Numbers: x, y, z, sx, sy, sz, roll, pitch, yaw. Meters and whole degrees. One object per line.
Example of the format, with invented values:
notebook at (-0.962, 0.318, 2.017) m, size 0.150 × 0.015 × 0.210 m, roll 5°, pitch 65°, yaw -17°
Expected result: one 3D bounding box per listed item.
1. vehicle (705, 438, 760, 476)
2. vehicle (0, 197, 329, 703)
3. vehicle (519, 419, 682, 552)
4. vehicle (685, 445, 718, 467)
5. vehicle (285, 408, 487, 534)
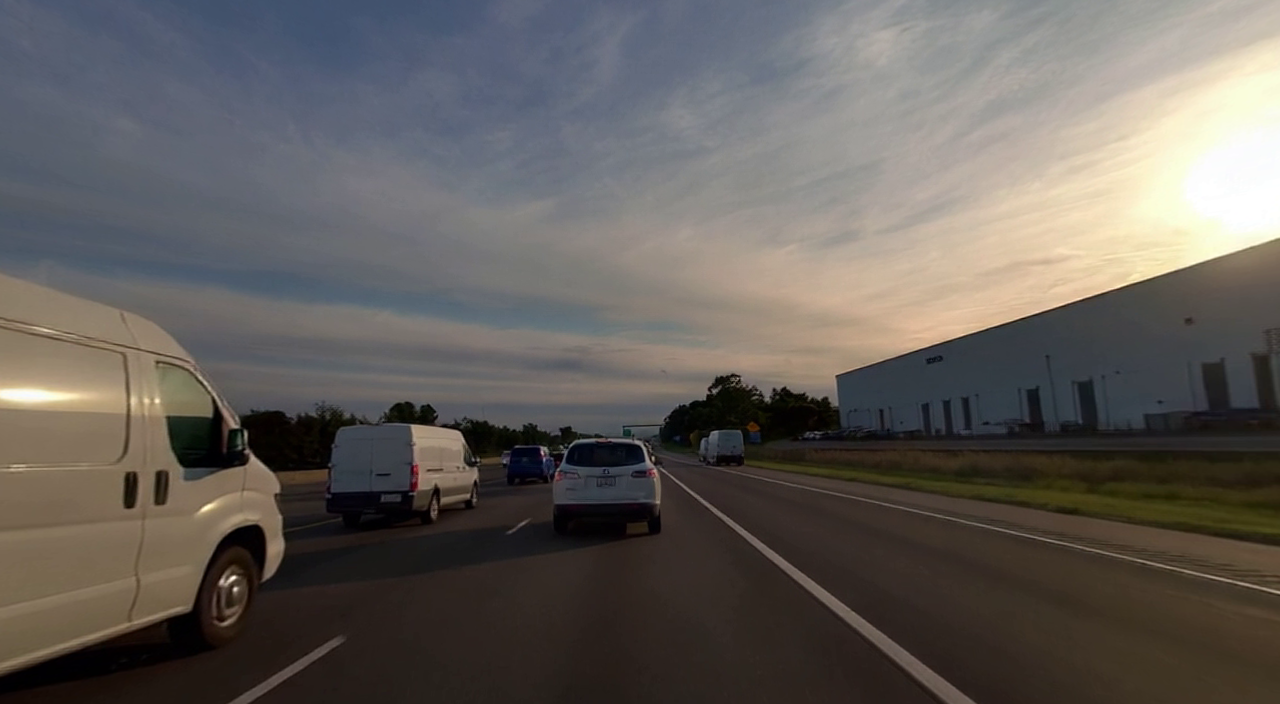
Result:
vehicle at (4.501, 5.201, 31.319) m, size 2.003 × 1.754 × 4.134 m, roll 0°, pitch -9°, yaw -1°
vehicle at (-4.478, 0.497, 3.162) m, size 2.248 × 2.626 × 6.837 m, roll 0°, pitch -9°, yaw 0°
vehicle at (-0.506, 2.017, 10.083) m, size 2.093 × 1.695 × 3.782 m, roll 0°, pitch -9°, yaw 0°
vehicle at (4.306, 7.361, 44.745) m, size 1.874 × 1.512 × 3.723 m, roll 0°, pitch -9°, yaw -1°
vehicle at (-4.601, 2.248, 12.343) m, size 2.043 × 1.987 × 4.486 m, roll 0°, pitch -9°, yaw 0°
